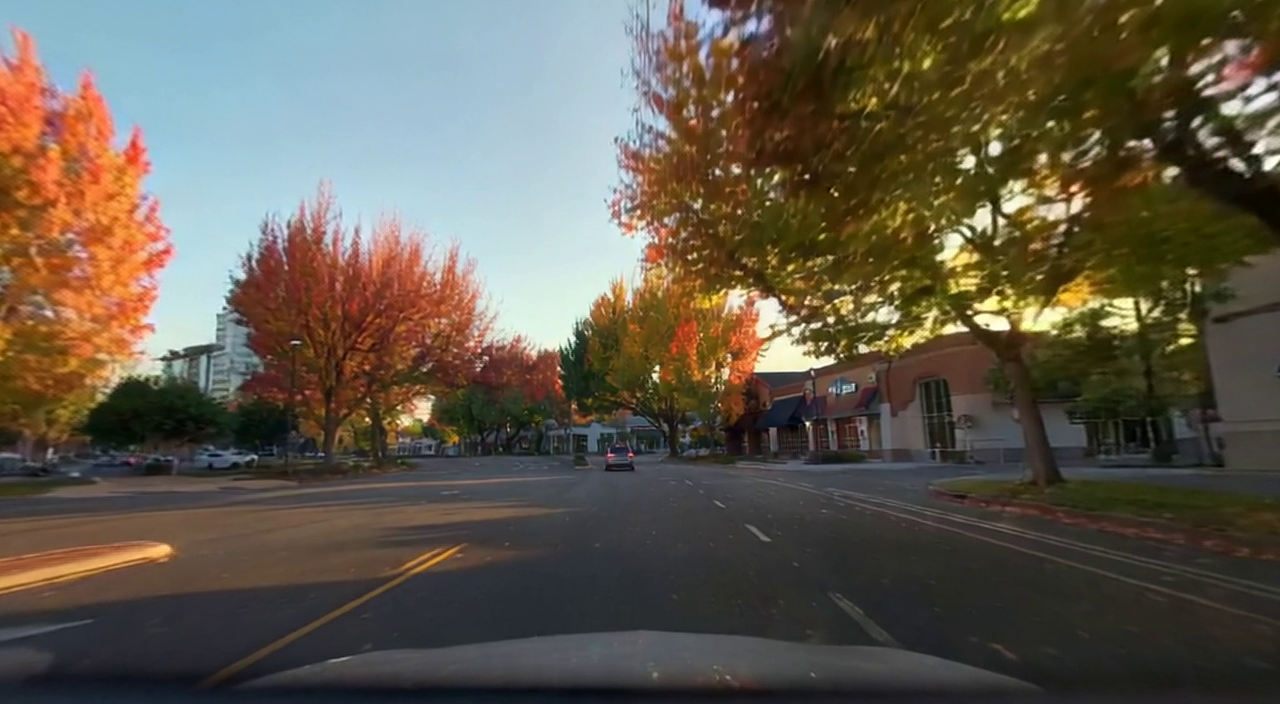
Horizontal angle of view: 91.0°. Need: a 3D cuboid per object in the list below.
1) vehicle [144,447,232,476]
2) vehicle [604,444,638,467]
[{"bbox_3d":[-35.500,8.642,49.640,5.135,1.689,2.269,-3,-12,-15],"label":"vehicle"},{"bbox_3d":[-1.403,7.299,44.487,2.018,1.512,4.304,1,-8,-7],"label":"vehicle"}]
